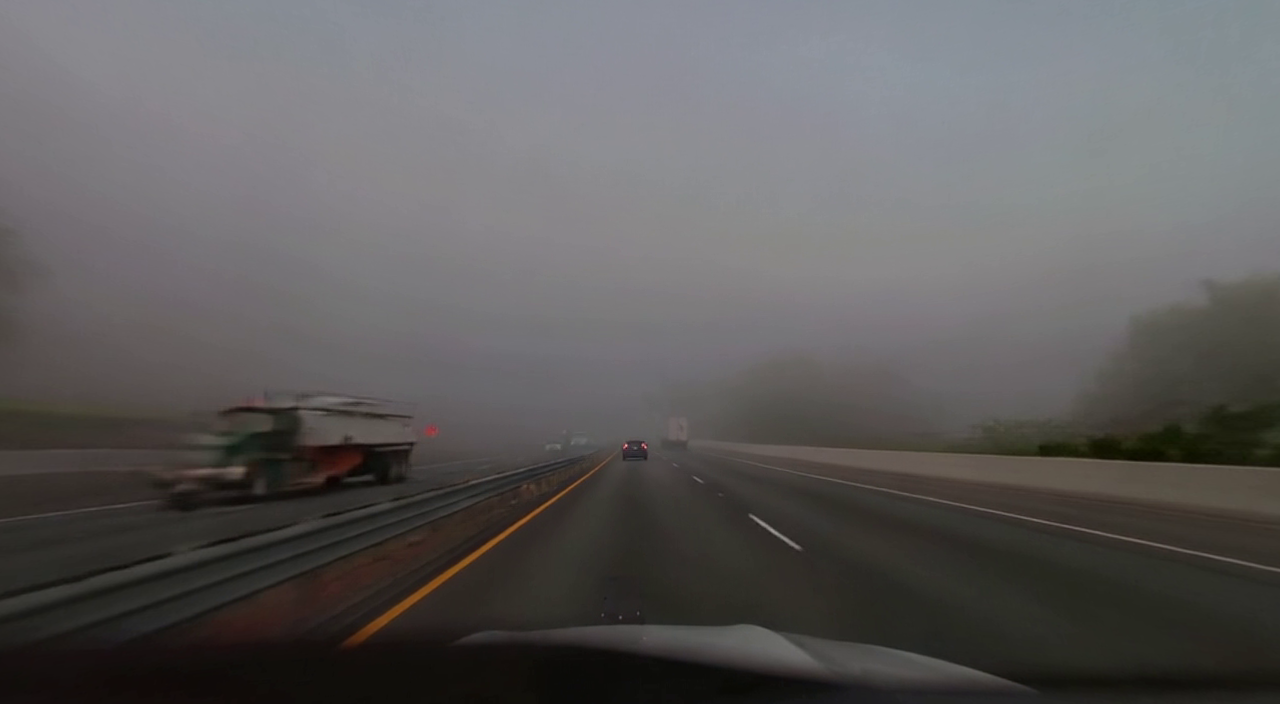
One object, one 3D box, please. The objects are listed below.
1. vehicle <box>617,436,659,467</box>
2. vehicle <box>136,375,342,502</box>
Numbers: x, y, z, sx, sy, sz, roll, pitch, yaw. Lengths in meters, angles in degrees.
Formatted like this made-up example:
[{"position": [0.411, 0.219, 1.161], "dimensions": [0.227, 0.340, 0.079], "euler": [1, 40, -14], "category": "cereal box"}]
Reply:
[{"position": [-0.090, 5.093, 32.430], "dimensions": [2.004, 1.472, 4.075], "euler": [0, -8, 0], "category": "vehicle"}, {"position": [-12.854, 2.873, 20.905], "dimensions": [2.949, 3.613, 5.682], "euler": [-1, -8, 0], "category": "vehicle"}]
